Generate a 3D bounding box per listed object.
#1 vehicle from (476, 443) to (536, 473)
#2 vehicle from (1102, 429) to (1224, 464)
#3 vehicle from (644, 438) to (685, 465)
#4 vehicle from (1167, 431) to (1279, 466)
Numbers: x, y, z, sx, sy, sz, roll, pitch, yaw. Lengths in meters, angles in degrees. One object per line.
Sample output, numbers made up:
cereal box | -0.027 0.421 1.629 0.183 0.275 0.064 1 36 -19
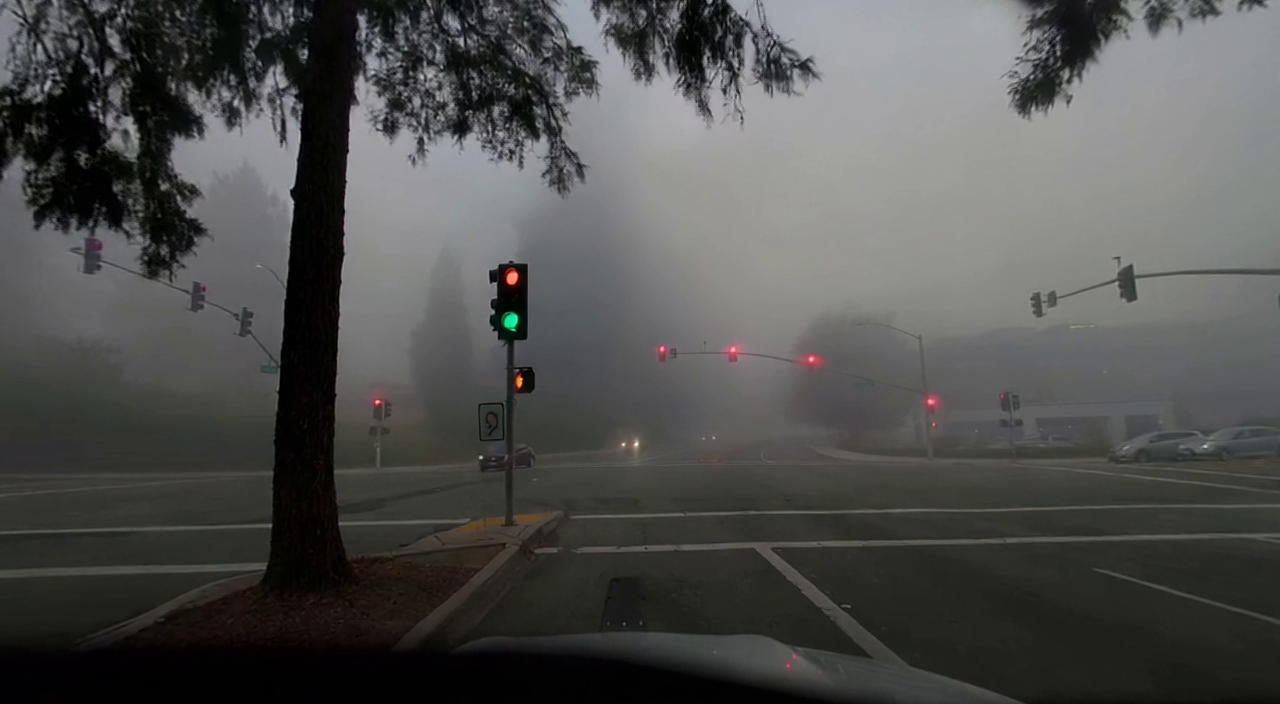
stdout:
vehicle | -6.961 5.548 33.208 1.877 1.481 3.853 -1 -8 8
vehicle | 25.922 4.679 31.343 4.441 1.674 2.035 1 -8 -8
vehicle | 1.745 6.775 43.256 2.197 1.739 4.177 -2 -8 10
vehicle | 26.299 4.243 27.871 4.644 1.470 1.922 1 -8 -10
